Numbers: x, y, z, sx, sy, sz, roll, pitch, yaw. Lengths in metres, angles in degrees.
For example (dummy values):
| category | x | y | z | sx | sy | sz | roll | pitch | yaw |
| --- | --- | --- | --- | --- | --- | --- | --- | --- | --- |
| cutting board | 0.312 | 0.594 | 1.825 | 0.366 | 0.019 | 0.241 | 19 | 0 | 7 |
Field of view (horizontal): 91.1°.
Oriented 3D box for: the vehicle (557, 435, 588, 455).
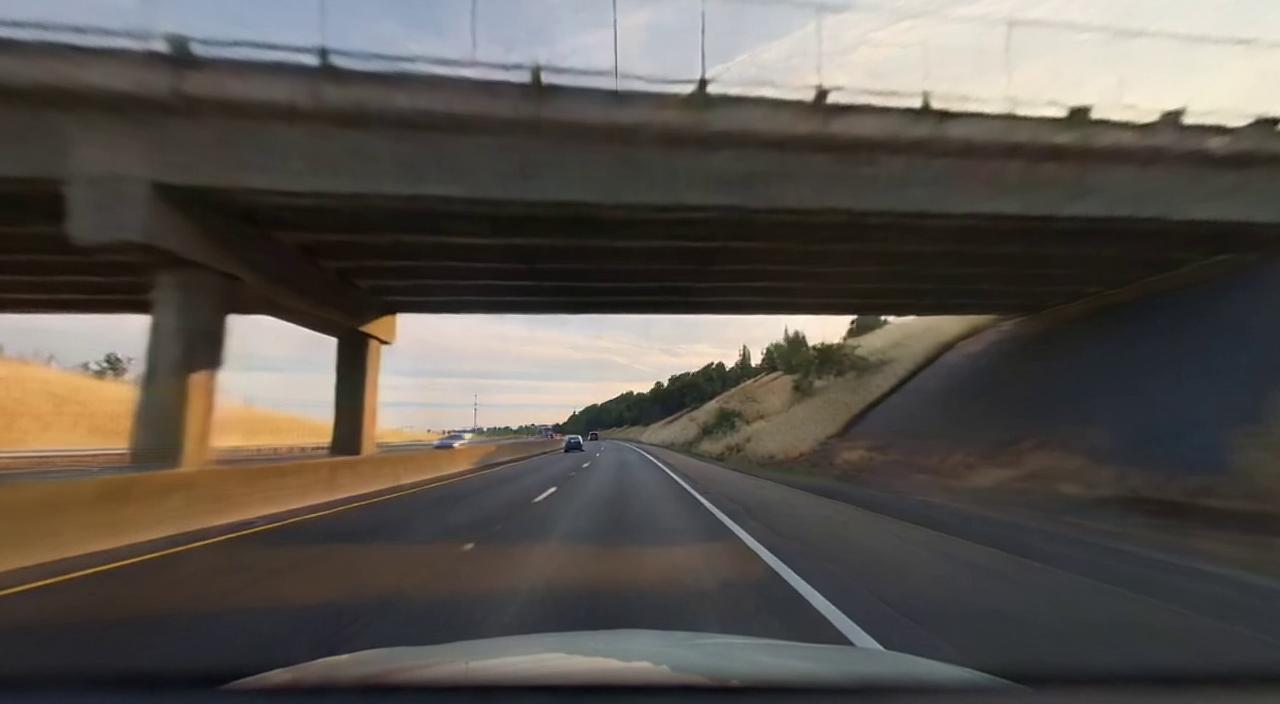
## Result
| category | x | y | z | sx | sy | sz | roll | pitch | yaw |
| --- | --- | --- | --- | --- | --- | --- | --- | --- | --- |
| vehicle | -5.100 | 7.098 | 48.202 | 2.005 | 1.509 | 4.260 | 0 | -8 | -2 |
